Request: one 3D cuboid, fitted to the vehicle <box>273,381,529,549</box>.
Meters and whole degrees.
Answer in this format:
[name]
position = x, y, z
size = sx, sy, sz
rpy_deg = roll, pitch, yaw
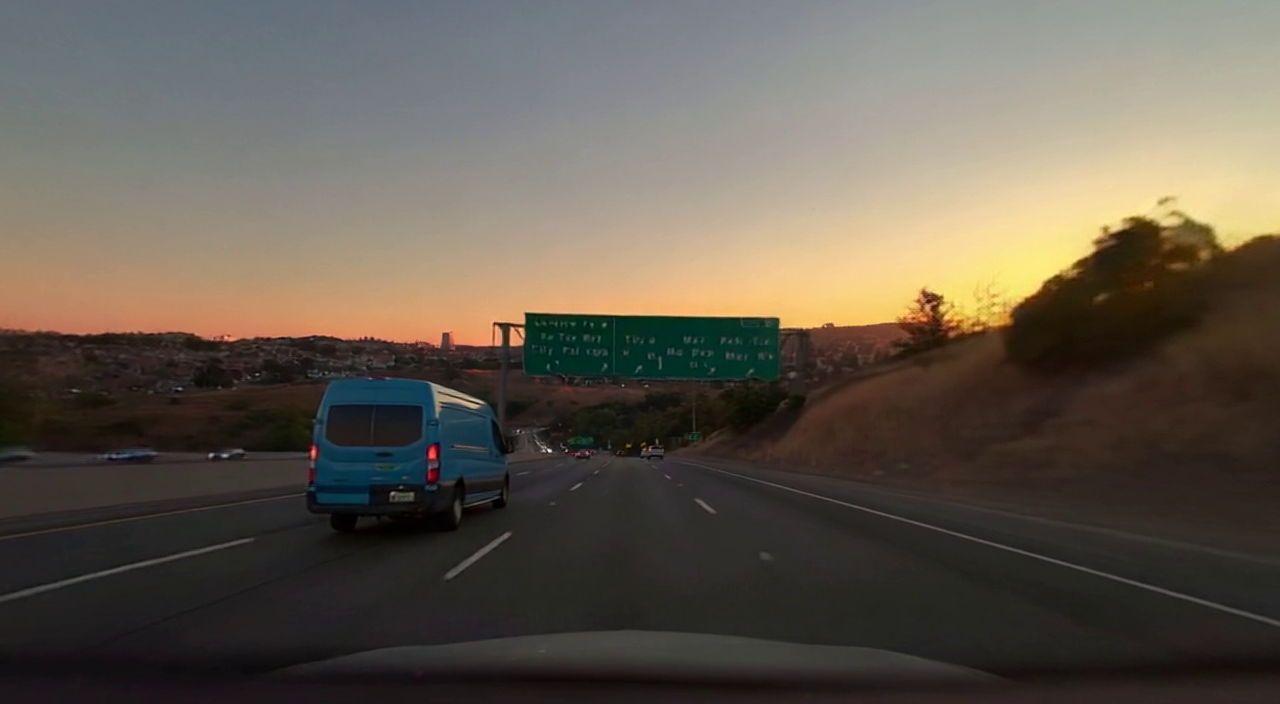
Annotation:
[vehicle]
position = -3.698, 1.925, 11.227
size = 2.372, 2.248, 5.393
rpy_deg = 0, -9, 1
